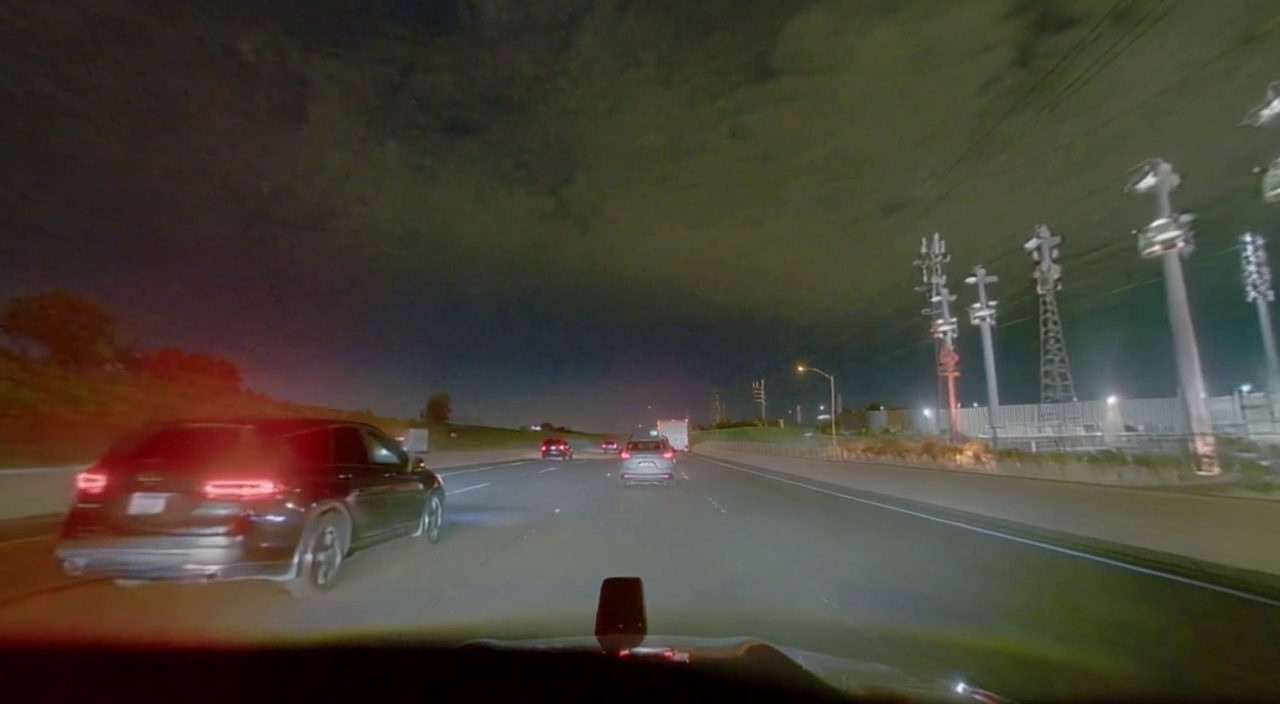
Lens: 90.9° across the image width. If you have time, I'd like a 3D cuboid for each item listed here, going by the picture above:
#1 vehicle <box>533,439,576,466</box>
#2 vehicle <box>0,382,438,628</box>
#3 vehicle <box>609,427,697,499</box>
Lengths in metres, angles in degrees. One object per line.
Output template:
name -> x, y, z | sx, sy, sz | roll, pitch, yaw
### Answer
vehicle -> -6.026, 7.107, 44.819 | 2.220, 1.841, 4.516 | 0, -8, 3
vehicle -> -3.992, 1.419, 6.802 | 2.125, 1.764, 4.393 | 0, -8, 0
vehicle -> 0.315, 2.993, 17.374 | 2.134, 1.733, 4.049 | 0, -8, 0
